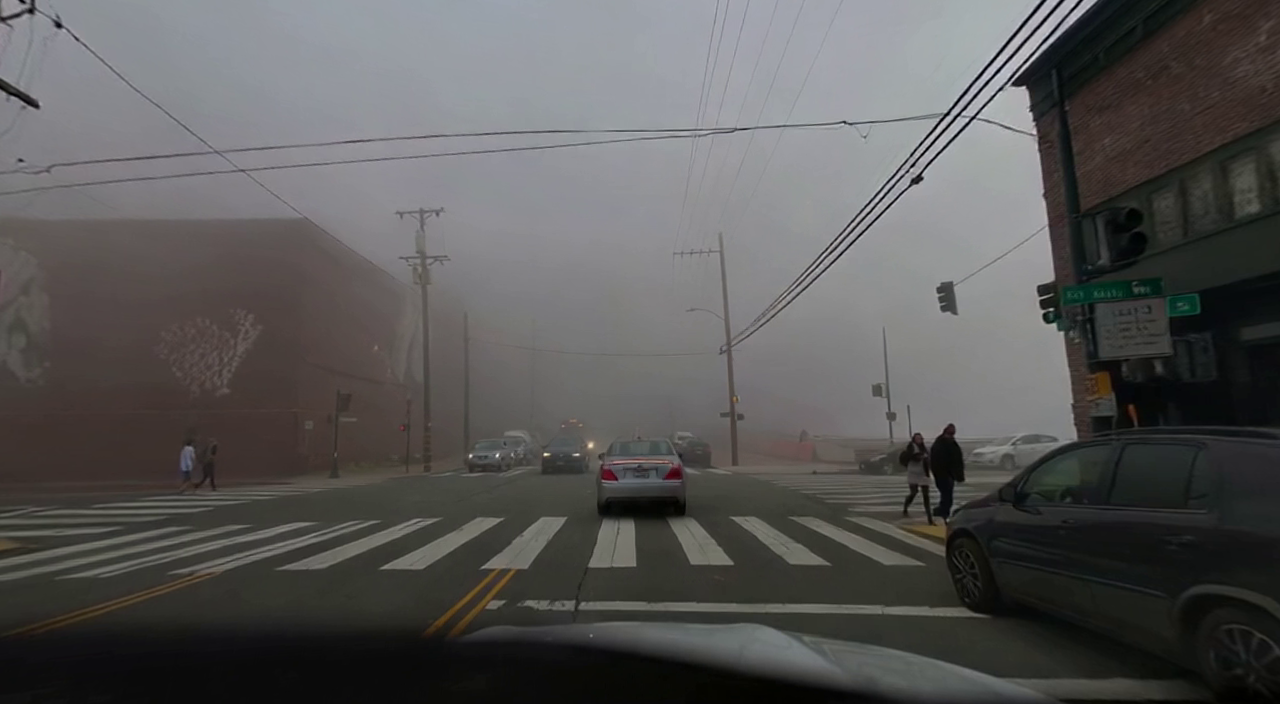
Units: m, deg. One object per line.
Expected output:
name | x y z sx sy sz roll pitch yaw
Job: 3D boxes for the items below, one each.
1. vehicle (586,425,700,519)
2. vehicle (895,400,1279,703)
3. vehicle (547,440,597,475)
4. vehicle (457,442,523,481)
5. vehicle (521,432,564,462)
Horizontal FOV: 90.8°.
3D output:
vehicle | 0.045 2.606 14.245 2.190 1.783 4.048 0 -8 0
vehicle | 3.480 1.150 3.798 1.949 1.521 4.445 0 -8 -1
vehicle | -3.384 5.312 32.018 2.055 1.660 3.954 0 -8 1
vehicle | -7.042 5.172 30.240 1.892 1.706 5.224 0 -8 0
vehicle | -7.052 6.954 46.187 2.127 2.034 5.559 0 -8 1
